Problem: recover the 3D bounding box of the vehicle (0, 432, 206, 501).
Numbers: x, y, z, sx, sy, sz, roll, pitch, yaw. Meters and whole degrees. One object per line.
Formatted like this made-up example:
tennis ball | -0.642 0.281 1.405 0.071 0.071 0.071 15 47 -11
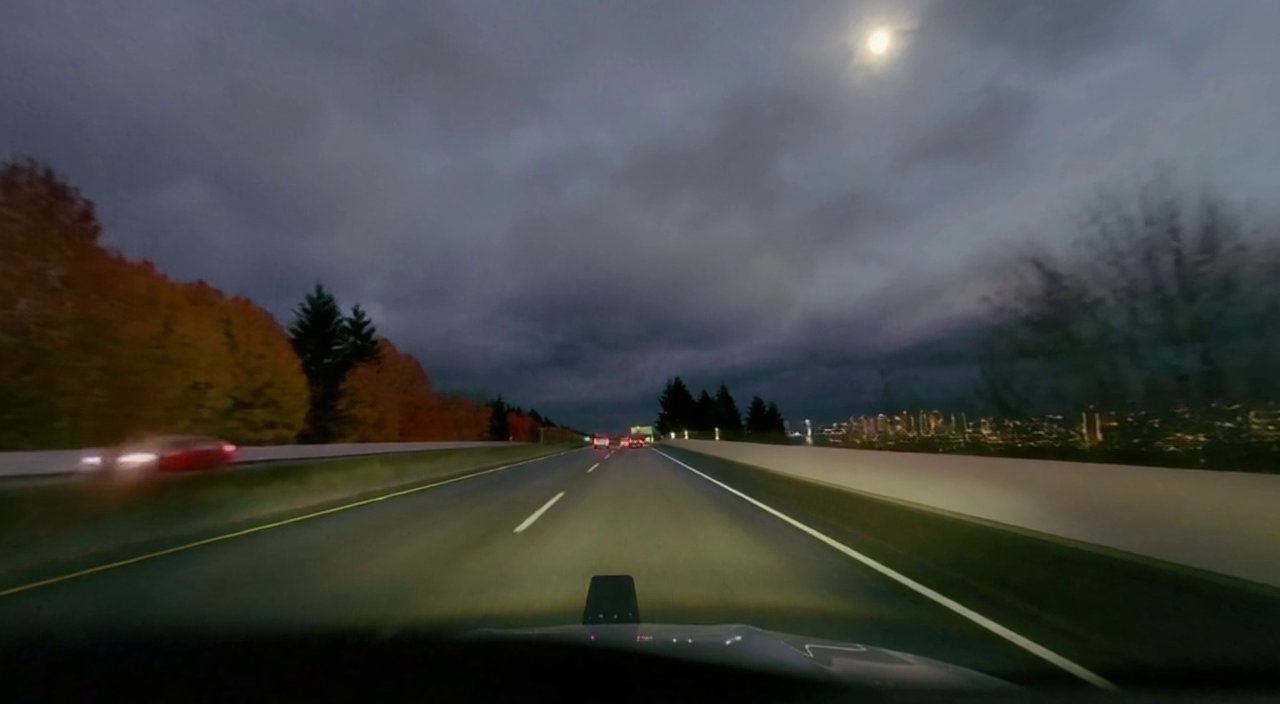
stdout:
vehicle | -16.190 3.378 19.239 1.997 1.795 5.328 0 -8 0
